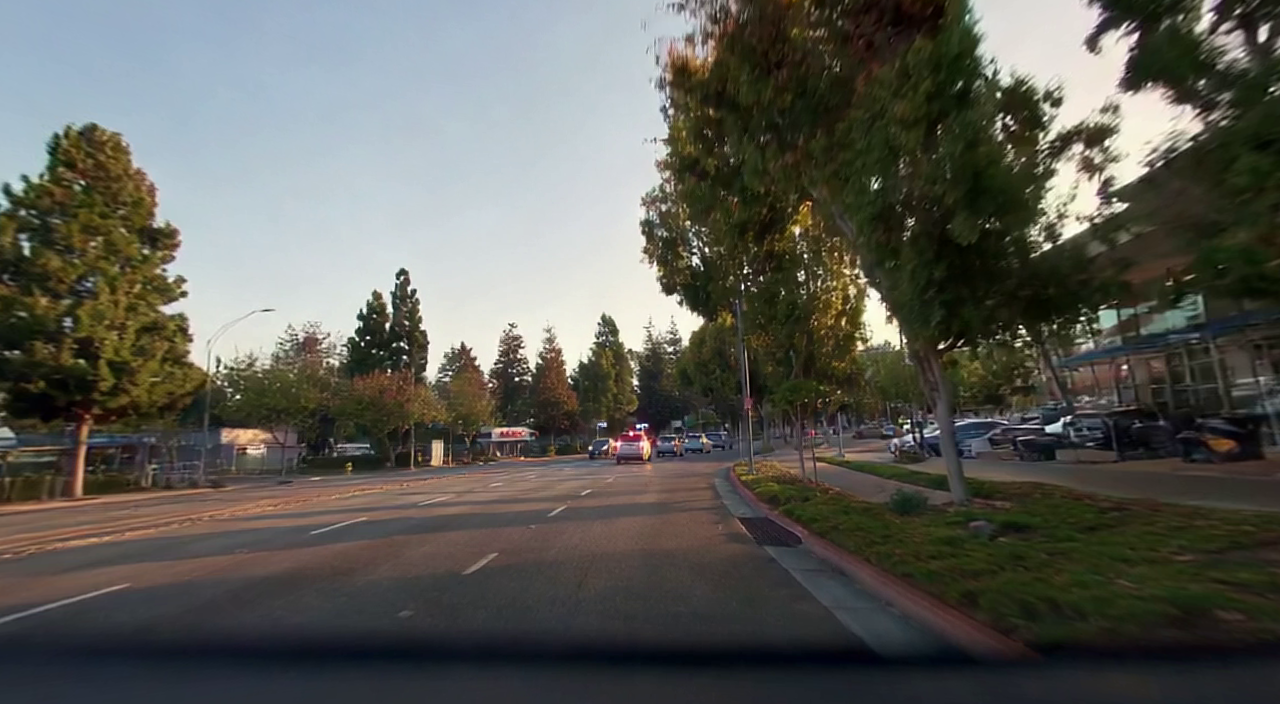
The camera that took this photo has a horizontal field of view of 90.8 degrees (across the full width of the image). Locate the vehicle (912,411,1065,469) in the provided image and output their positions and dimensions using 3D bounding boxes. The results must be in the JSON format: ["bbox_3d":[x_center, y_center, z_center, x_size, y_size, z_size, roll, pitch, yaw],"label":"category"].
[{"bbox_3d":[12.991,3.313,23.790,4.408,1.682,2.040,-6,-9,3],"label":"vehicle"}]

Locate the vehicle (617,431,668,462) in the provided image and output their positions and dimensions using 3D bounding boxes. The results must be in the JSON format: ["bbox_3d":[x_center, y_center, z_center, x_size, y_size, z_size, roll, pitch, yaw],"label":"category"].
[{"bbox_3d":[0.208,5.824,39.040,2.168,1.783,4.695,-2,-9,13],"label":"vehicle"}]

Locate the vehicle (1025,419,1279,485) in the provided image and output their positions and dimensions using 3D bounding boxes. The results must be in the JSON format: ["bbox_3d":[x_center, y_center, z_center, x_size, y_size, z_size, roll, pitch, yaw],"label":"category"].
[{"bbox_3d":[12.176,2.395,15.193,4.423,1.455,2.034,0,-8,2],"label":"vehicle"}]
